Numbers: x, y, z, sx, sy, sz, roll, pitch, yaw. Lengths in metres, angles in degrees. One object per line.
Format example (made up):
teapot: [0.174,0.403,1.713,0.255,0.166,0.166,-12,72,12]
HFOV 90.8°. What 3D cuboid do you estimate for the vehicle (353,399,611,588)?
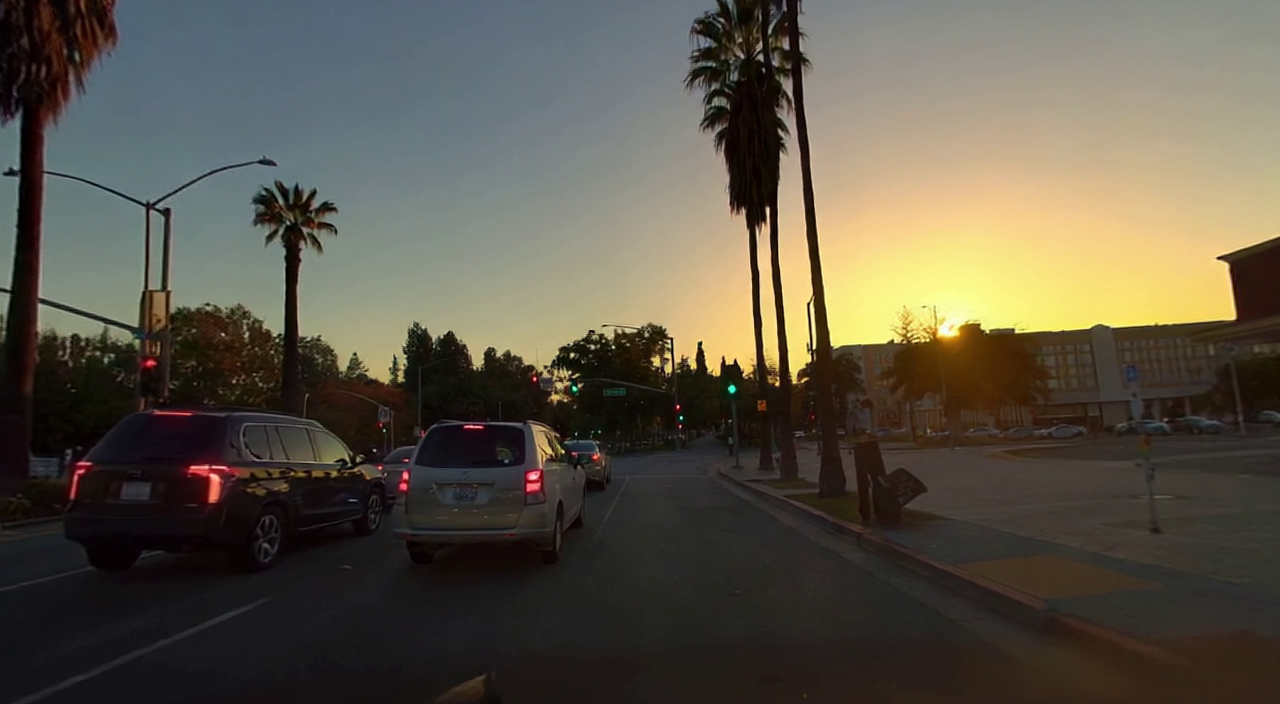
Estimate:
vehicle: [-1.586,1.664,8.182,2.153,1.759,4.320,0,-9,1]

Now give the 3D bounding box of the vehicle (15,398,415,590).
vehicle: [-5.026,1.751,8.639,2.025,1.862,4.804,0,-9,1]
